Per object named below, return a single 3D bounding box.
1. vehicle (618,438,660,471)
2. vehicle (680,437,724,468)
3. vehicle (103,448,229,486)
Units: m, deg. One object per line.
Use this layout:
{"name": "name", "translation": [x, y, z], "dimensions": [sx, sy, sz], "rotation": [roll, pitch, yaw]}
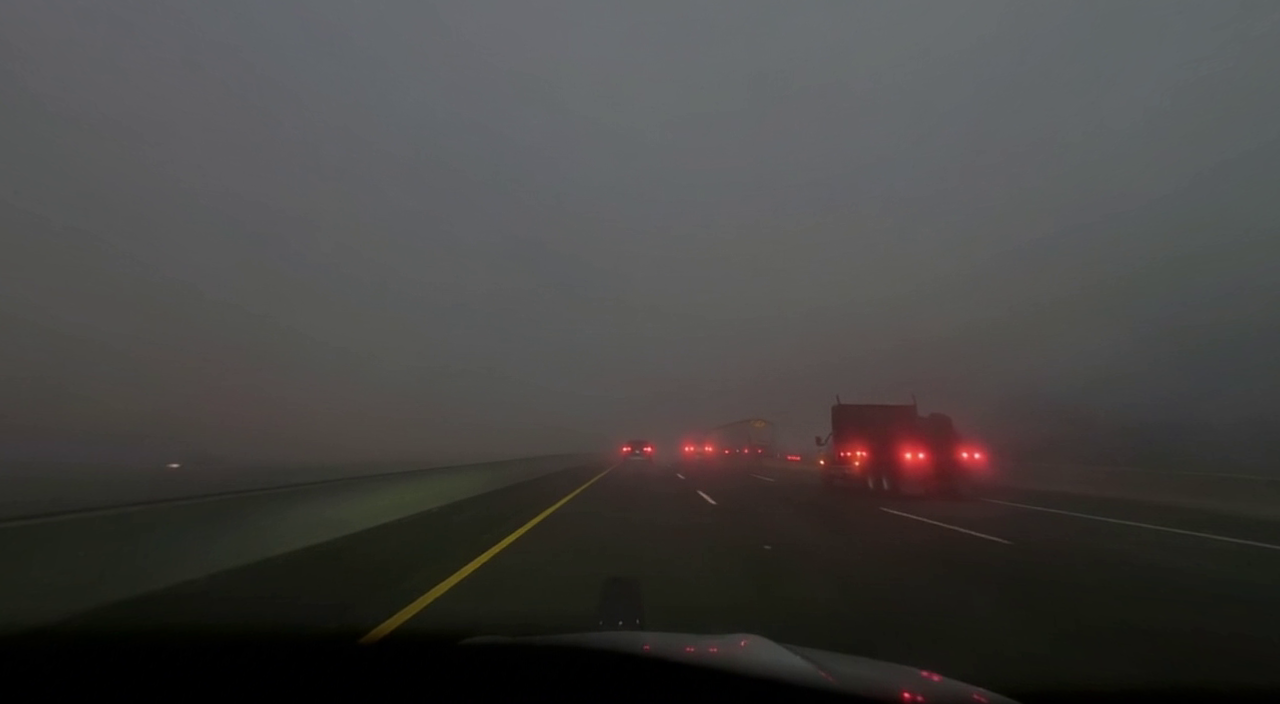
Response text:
{"name": "vehicle", "translation": [-0.021, 5.535, 34.046], "dimensions": [2.142, 1.664, 4.076], "rotation": [0, -9, 1]}
{"name": "vehicle", "translation": [3.840, 6.305, 39.565], "dimensions": [2.269, 1.839, 4.554], "rotation": [0, -9, 0]}
{"name": "vehicle", "translation": [-21.054, 5.095, 28.268], "dimensions": [1.937, 1.522, 4.707], "rotation": [0, -9, 1]}
